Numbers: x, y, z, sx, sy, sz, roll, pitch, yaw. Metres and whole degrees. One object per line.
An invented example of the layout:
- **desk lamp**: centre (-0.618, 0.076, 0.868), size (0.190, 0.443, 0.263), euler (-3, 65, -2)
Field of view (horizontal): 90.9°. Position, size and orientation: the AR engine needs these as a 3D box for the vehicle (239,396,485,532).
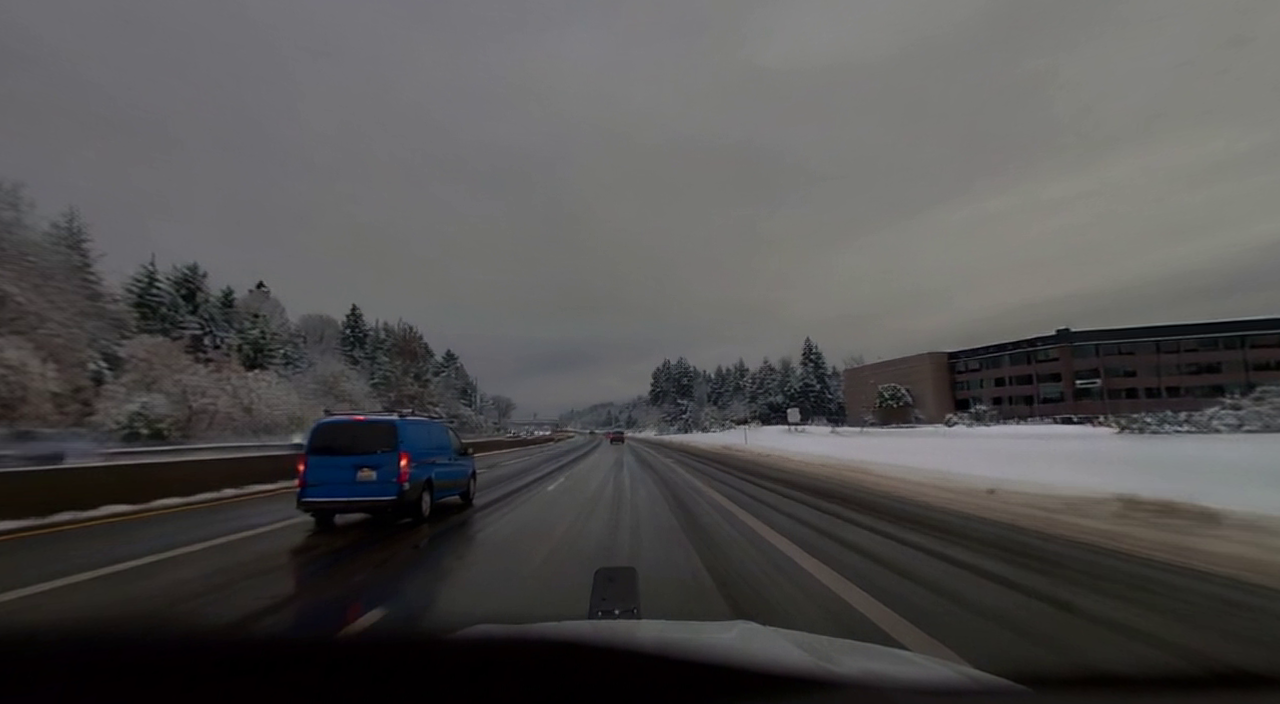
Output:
- **vehicle**: centre (-4.358, 1.833, 10.991), size (2.219, 1.827, 4.738), euler (0, -7, -2)
